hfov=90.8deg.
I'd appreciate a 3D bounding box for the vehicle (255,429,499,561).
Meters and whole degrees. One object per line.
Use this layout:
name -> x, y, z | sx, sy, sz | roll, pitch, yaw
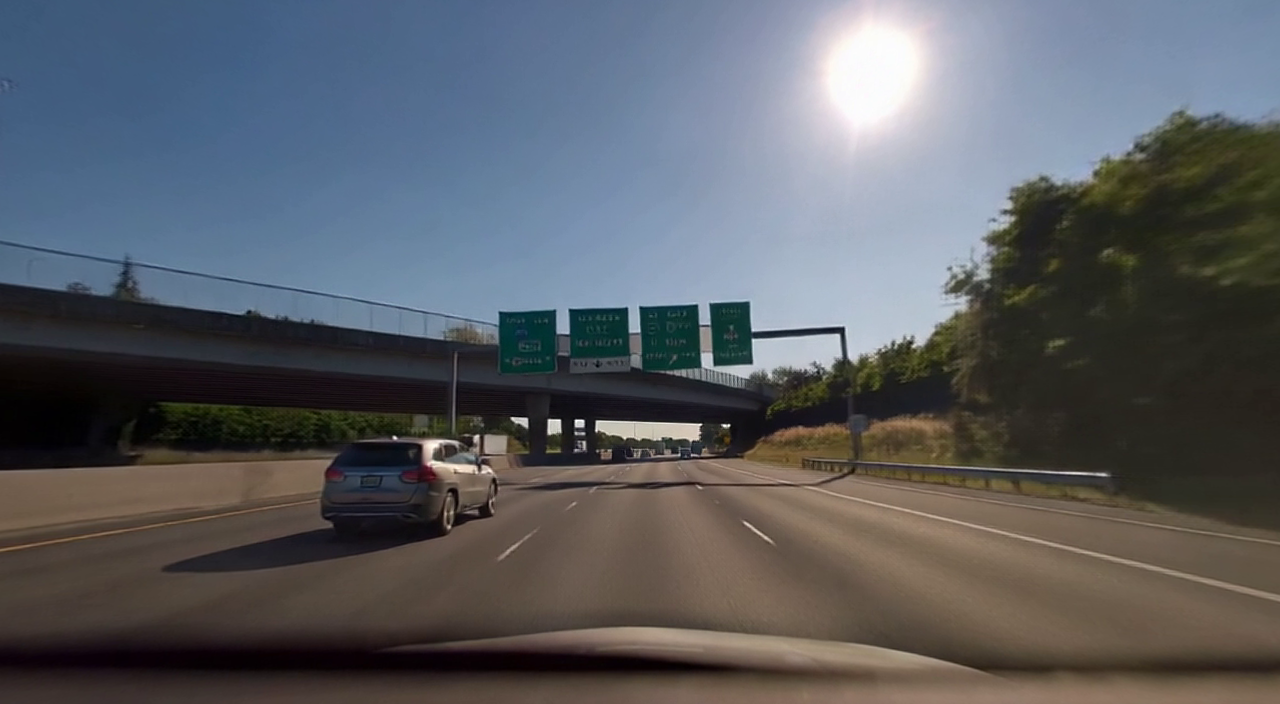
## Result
vehicle -> -3.752, 2.097, 9.998 | 2.016, 1.623, 4.126 | 0, -9, 1
